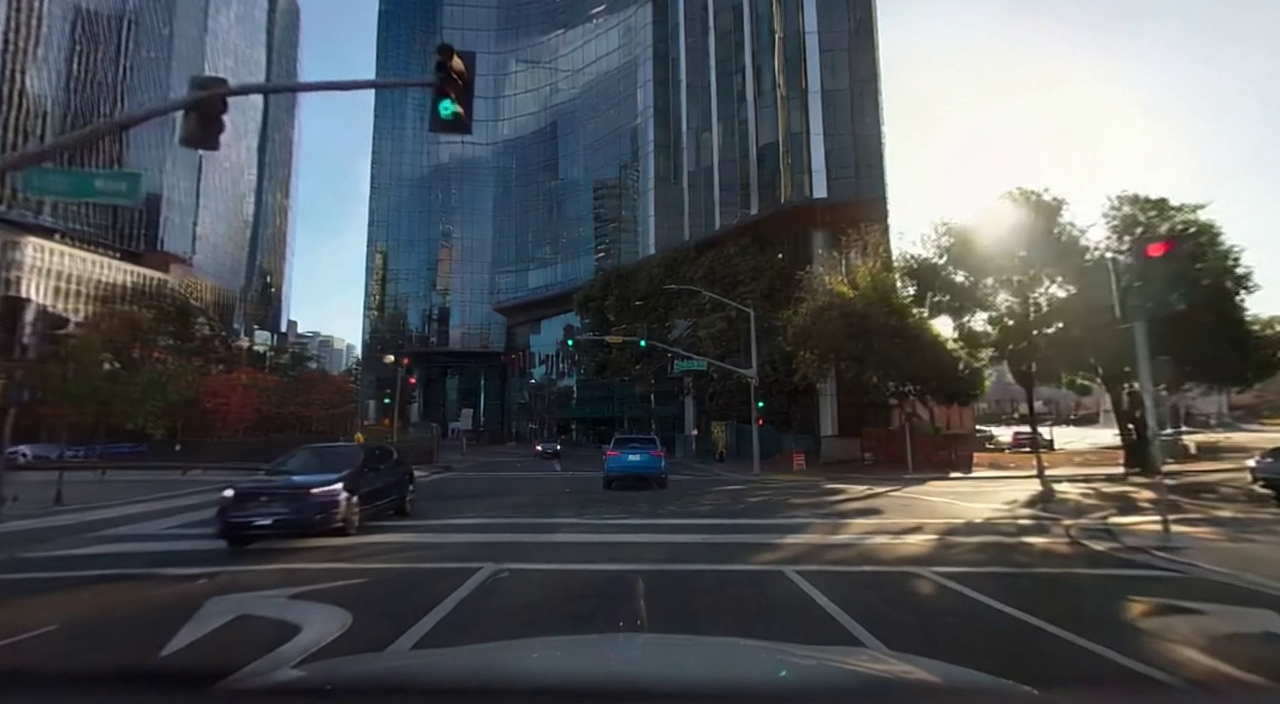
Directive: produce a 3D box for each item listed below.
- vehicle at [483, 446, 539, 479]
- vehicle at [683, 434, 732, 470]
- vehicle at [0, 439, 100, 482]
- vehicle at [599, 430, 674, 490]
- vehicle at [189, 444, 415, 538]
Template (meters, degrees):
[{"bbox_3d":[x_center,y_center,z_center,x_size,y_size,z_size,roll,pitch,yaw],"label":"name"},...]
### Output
[{"bbox_3d":[-6.310,5.419,31.352,1.874,1.480,4.148,0,-9,1],"label":"vehicle"},{"bbox_3d":[3.825,5.768,36.697,2.113,1.869,5.322,0,-8,-1],"label":"vehicle"},{"bbox_3d":[-26.098,4.678,27.559,4.393,1.730,2.151,-4,-9,26],"label":"vehicle"},{"bbox_3d":[-0.130,3.487,20.688,2.183,1.765,4.059,0,-8,-1],"label":"vehicle"},{"bbox_3d":[-6.252,2.573,12.448,1.934,1.476,4.457,0,-8,1],"label":"vehicle"}]
